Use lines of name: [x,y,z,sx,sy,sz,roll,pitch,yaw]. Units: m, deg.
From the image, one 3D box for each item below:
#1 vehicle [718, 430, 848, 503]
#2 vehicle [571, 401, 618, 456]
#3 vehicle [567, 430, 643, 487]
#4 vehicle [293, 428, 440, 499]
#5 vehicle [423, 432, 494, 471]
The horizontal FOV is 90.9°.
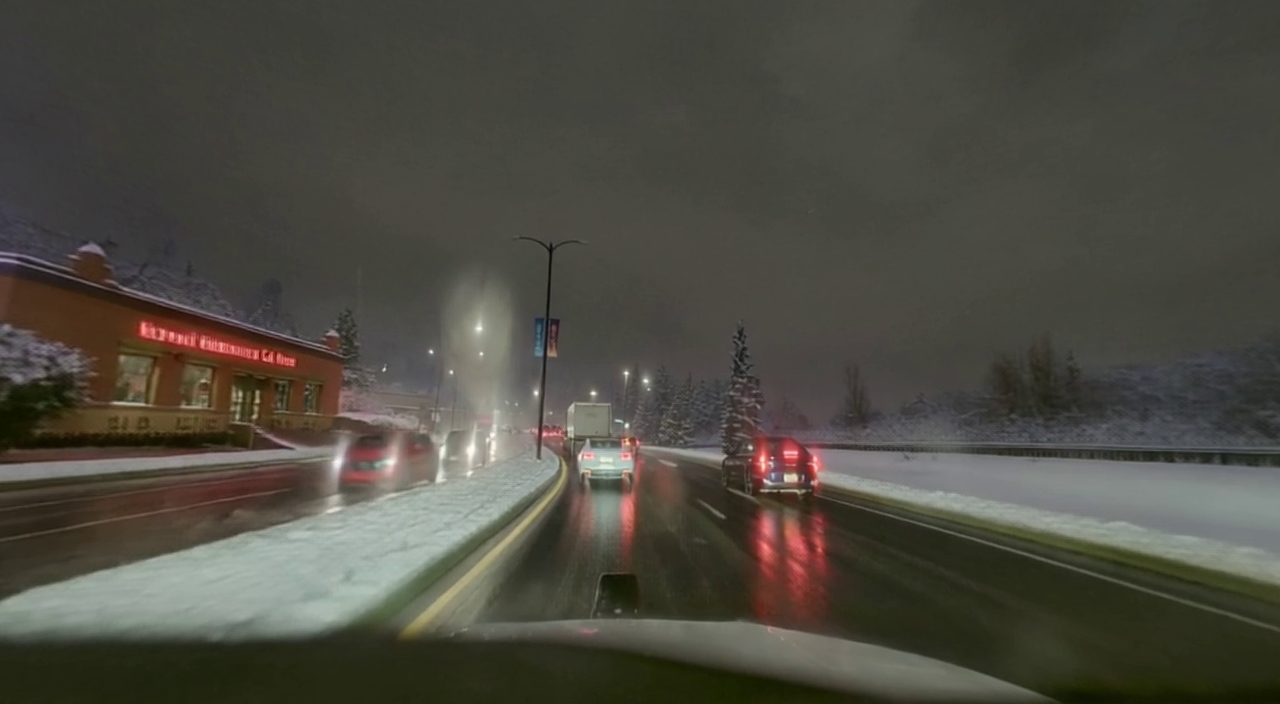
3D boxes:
vehicle: [3.183,2.614,14.919,1.889,1.480,3.876,1,-8,-5]
vehicle: [-3.282,5.379,43.873,2.917,3.482,6.946,1,-8,-7]
vehicle: [-1.054,3.039,18.300,1.991,1.472,3.518,1,-8,-5]
vehicle: [-6.682,2.740,15.979,2.007,1.532,4.266,1,-8,-3]
vehicle: [-7.681,4.237,27.163,1.984,1.486,4.708,1,-8,-4]
